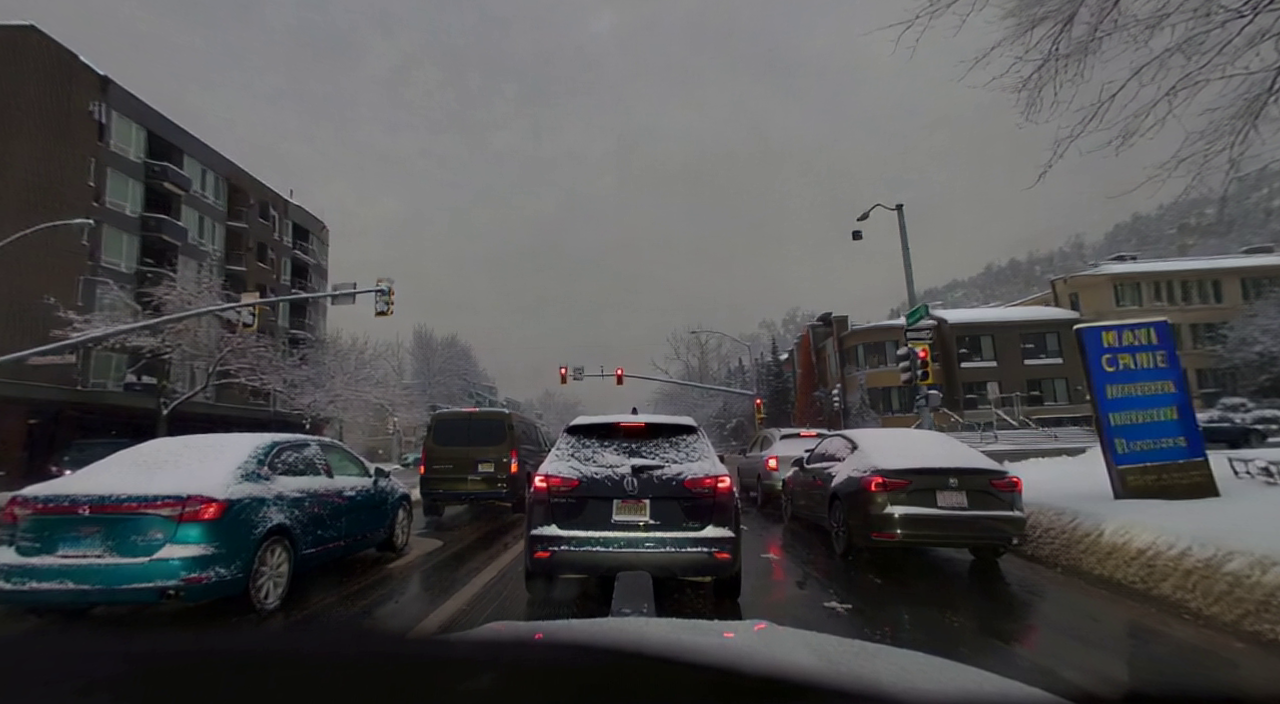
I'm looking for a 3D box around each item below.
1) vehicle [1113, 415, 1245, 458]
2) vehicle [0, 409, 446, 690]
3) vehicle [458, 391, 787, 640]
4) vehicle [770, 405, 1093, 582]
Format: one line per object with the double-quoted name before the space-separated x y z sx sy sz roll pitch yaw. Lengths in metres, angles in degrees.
"vehicle" 26.364 4.154 30.932 4.583 2.019 2.147 1 -9 -6
"vehicle" -3.549 1.424 5.829 1.906 1.524 4.547 0 -8 2
"vehicle" -0.133 1.413 6.441 2.195 1.662 4.262 0 -8 0
"vehicle" 3.211 1.665 8.254 2.004 1.646 4.554 0 -8 -1
